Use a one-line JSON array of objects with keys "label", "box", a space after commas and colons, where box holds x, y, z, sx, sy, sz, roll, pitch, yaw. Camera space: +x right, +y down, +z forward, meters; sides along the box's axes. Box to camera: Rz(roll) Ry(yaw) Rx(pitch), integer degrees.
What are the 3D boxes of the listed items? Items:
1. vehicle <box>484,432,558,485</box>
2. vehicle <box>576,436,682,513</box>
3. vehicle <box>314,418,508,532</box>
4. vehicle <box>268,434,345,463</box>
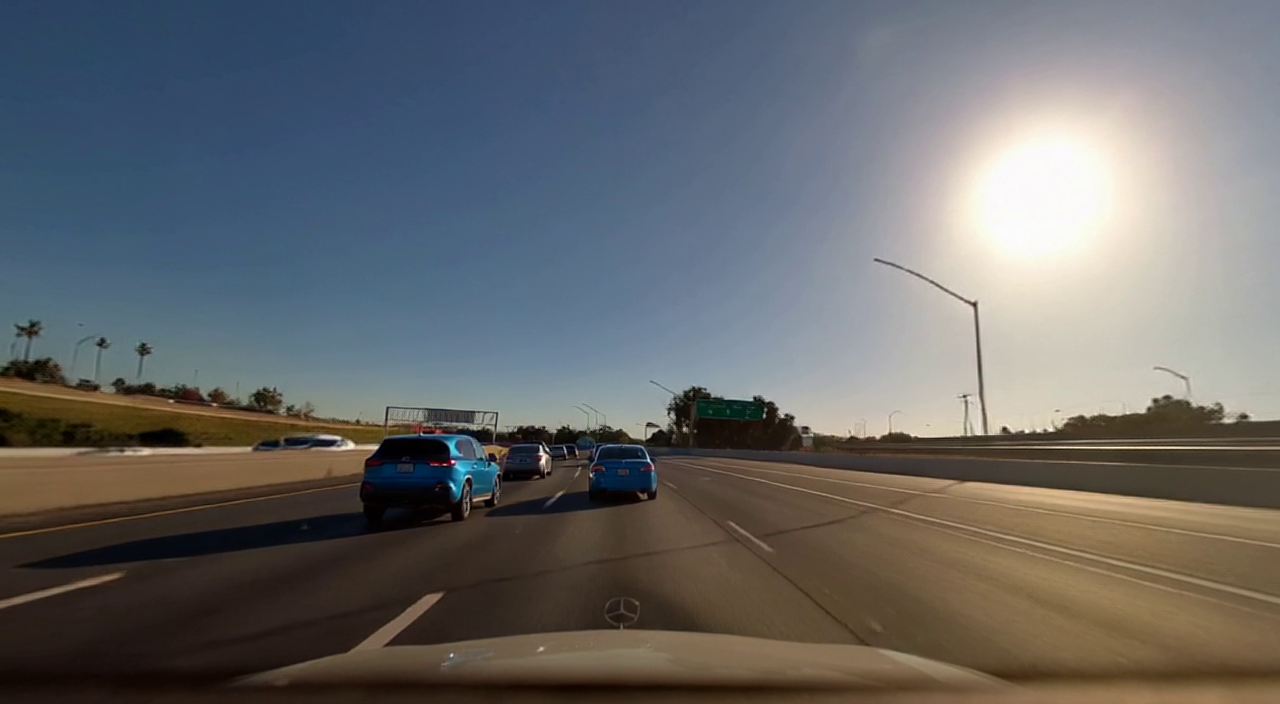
[{"label": "vehicle", "box": [-4.234, 3.854, 23.093, 1.982, 1.727, 4.057, 0, -8, -1]}, {"label": "vehicle", "box": [-0.280, 2.702, 14.446, 2.069, 1.484, 3.982, 0, -8, -2]}, {"label": "vehicle", "box": [-3.904, 2.176, 11.676, 2.025, 1.708, 4.089, 0, -8, 0]}, {"label": "vehicle", "box": [-18.138, 5.285, 34.596, 1.857, 1.458, 4.406, 0, -9, -1]}]
